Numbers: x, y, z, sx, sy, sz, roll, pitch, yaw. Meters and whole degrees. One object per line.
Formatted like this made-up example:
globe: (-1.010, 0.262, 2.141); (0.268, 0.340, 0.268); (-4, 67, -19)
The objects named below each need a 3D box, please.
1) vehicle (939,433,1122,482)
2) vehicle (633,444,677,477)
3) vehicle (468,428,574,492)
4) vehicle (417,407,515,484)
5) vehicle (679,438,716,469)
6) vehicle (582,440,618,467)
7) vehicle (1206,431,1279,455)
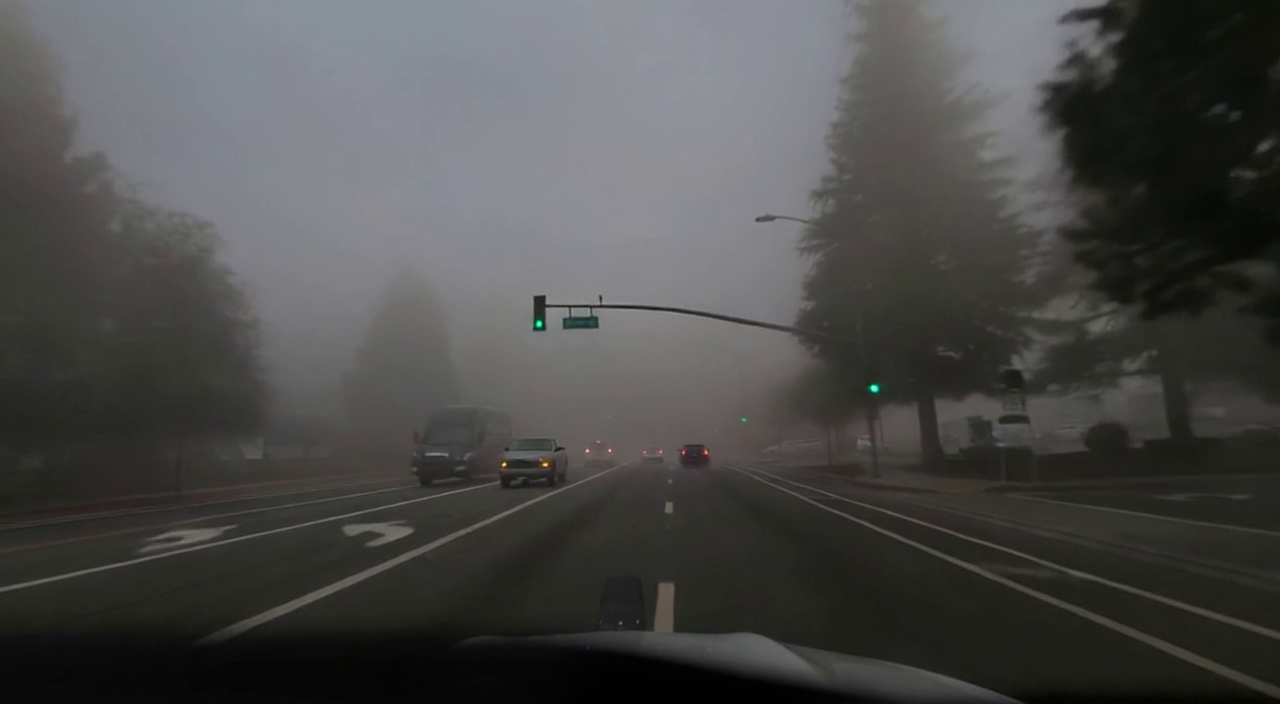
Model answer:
vehicle: (18.300, 4.956, 30.988); (2.618, 1.565, 11.353); (-3, -6, 4)
vehicle: (0.663, 4.948, 29.069); (1.917, 1.418, 3.987); (0, -8, 1)
vehicle: (-3.884, 3.673, 21.983); (2.298, 1.905, 5.777); (-1, -8, 3)
vehicle: (-7.332, 4.054, 27.419); (2.251, 2.944, 5.835); (-1, -8, 3)
vehicle: (3.435, 6.198, 38.693); (2.046, 1.768, 4.370); (0, -8, 3)
vehicle: (-2.678, 6.961, 43.545); (2.092, 1.779, 4.468); (0, -8, 1)
vehicle: (40.599, 6.014, 41.707); (4.562, 1.504, 2.068); (0, -8, -3)
